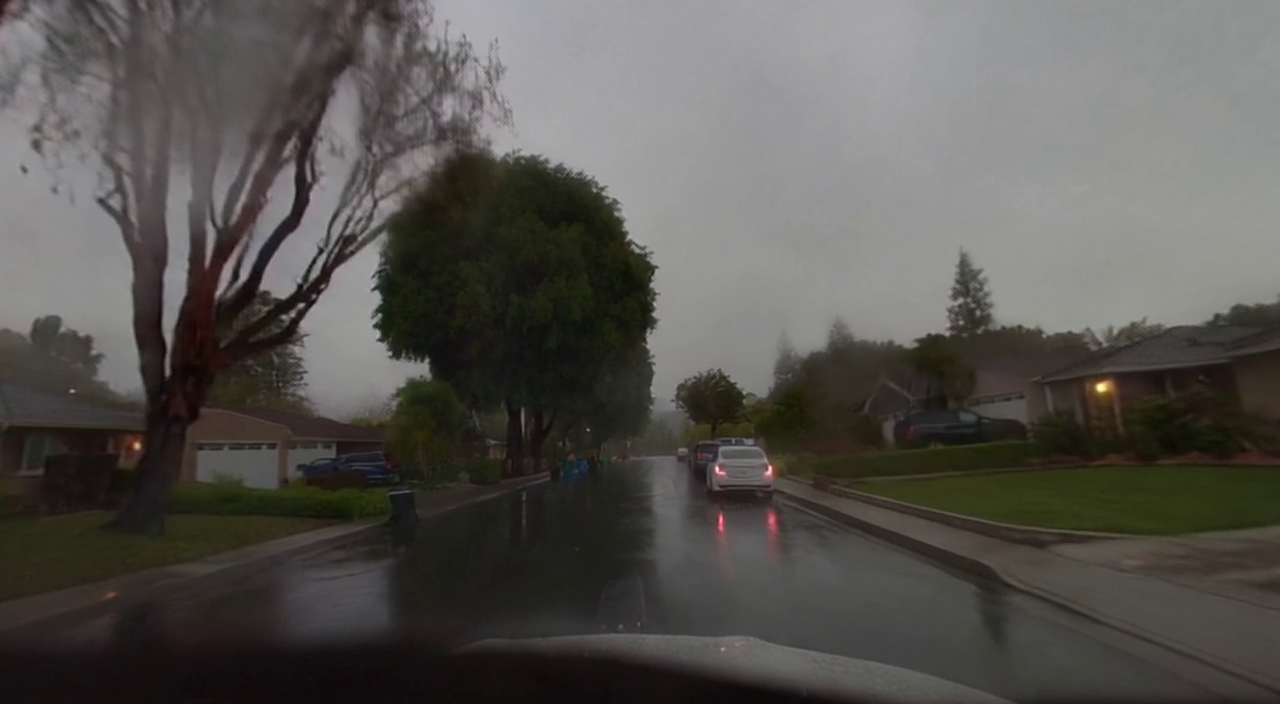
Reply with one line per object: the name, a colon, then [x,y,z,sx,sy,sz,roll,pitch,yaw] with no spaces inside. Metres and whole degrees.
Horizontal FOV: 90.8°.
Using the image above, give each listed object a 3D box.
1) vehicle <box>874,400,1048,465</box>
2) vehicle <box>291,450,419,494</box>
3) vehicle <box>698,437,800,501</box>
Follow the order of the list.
vehicle: [11.057,2.850,22.133,4.861,1.911,2.181,1,-12,4]
vehicle: [-12.230,5.149,27.322,4.511,1.809,2.018,-1,-8,3]
vehicle: [2.790,3.120,17.330,2.009,1.506,4.698,0,-8,0]
